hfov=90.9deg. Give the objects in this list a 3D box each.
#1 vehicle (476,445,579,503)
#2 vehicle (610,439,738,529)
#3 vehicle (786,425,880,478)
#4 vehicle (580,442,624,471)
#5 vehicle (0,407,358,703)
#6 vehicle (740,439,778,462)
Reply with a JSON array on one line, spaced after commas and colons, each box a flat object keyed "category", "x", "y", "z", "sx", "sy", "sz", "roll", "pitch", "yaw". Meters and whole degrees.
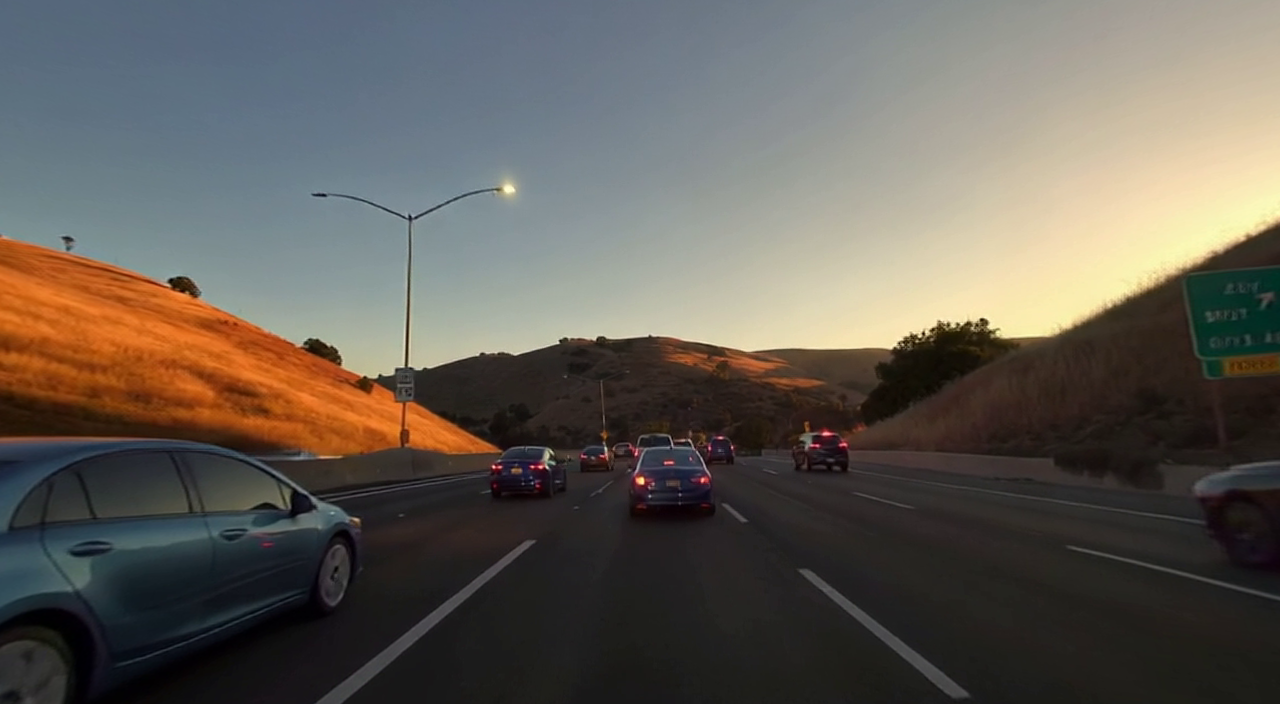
[{"category": "vehicle", "x": -3.063, "y": 3.419, "z": 18.249, "sx": 2.017, "sy": 1.446, "sz": 4.384, "roll": -1, "pitch": -8, "yaw": 2}, {"category": "vehicle", "x": 0.613, "y": 2.446, "z": 12.278, "sx": 2.072, "sy": 1.431, "sz": 3.904, "roll": -1, "pitch": -8, "yaw": 2}, {"category": "vehicle", "x": 7.386, "y": 3.893, "z": 24.773, "sx": 2.210, "sy": 1.831, "sz": 4.843, "roll": -1, "pitch": -8, "yaw": 1}, {"category": "vehicle", "x": -2.160, "y": 6.081, "z": 36.915, "sx": 2.034, "sy": 1.572, "sz": 4.444, "roll": -1, "pitch": -8, "yaw": 3}, {"category": "vehicle", "x": -3.439, "y": 1.087, "z": 3.113, "sx": 2.033, "sy": 1.513, "sz": 4.333, "roll": -1, "pitch": -8, "yaw": 1}, {"category": "vehicle", "x": 8.865, "y": 7.371, "z": 47.397, "sx": 2.032, "sy": 1.580, "sz": 4.928, "roll": -1, "pitch": -8, "yaw": 2}]
